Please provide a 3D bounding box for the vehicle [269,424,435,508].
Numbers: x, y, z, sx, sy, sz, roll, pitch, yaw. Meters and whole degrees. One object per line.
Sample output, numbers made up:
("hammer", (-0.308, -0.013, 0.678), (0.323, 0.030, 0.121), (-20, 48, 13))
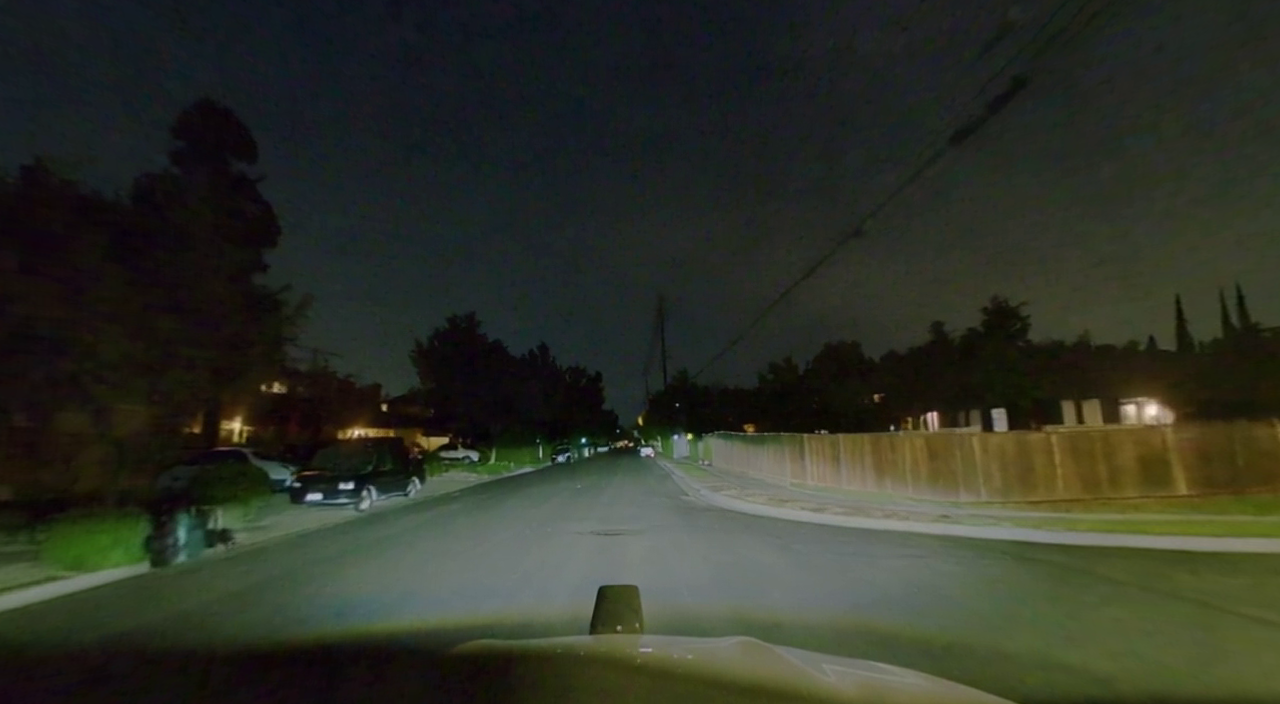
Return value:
("vehicle", (-7.379, 3.024, 16.894), (2.091, 1.912, 4.598), (0, -10, 2))
